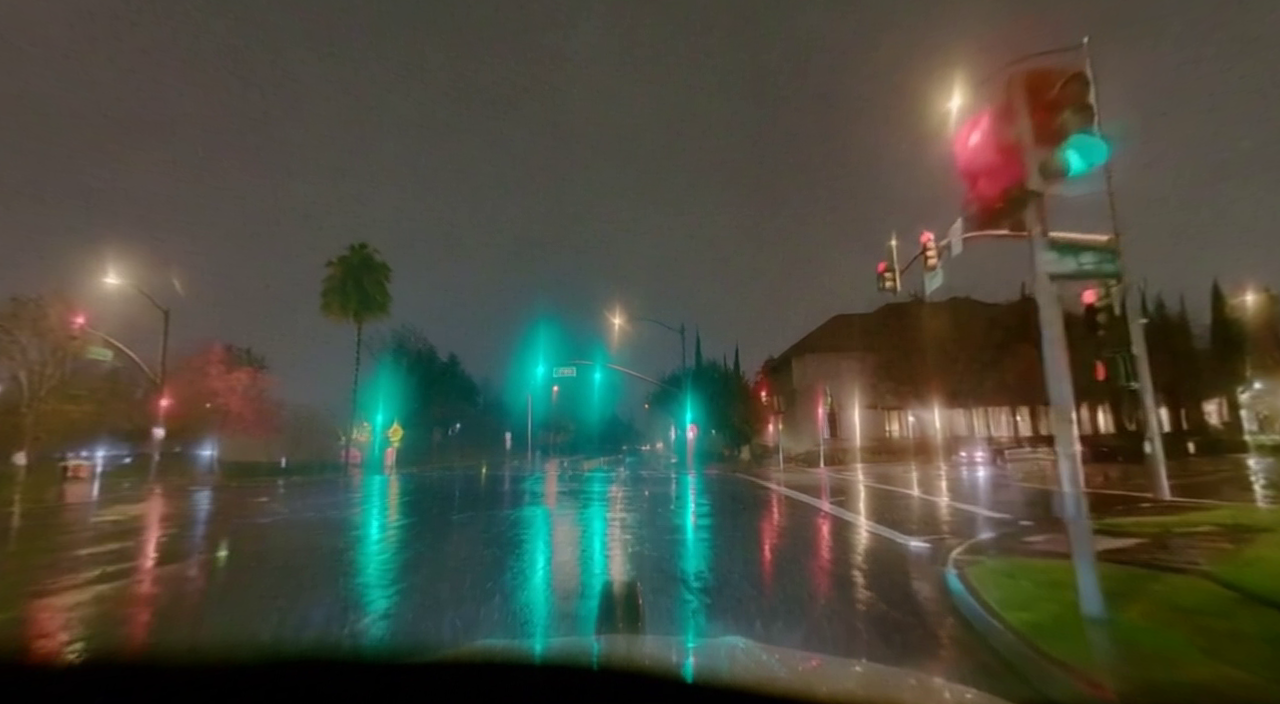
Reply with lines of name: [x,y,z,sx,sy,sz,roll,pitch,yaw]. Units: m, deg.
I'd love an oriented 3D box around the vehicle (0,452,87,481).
vehicle: [-34.896,6.665,37.068,2.000,1.582,4.063,3,-9,-17]

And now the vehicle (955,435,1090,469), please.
vehicle: [16.850,4.417,28.051,4.720,1.410,1.784,-1,-9,9]

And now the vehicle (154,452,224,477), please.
vehicle: [-27.815,6.910,39.111,1.665,1.386,4.012,1,-9,-7]

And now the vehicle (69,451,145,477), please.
vehicle: [-32.172,6.742,38.283,1.816,1.423,4.126,2,-9,-15]
